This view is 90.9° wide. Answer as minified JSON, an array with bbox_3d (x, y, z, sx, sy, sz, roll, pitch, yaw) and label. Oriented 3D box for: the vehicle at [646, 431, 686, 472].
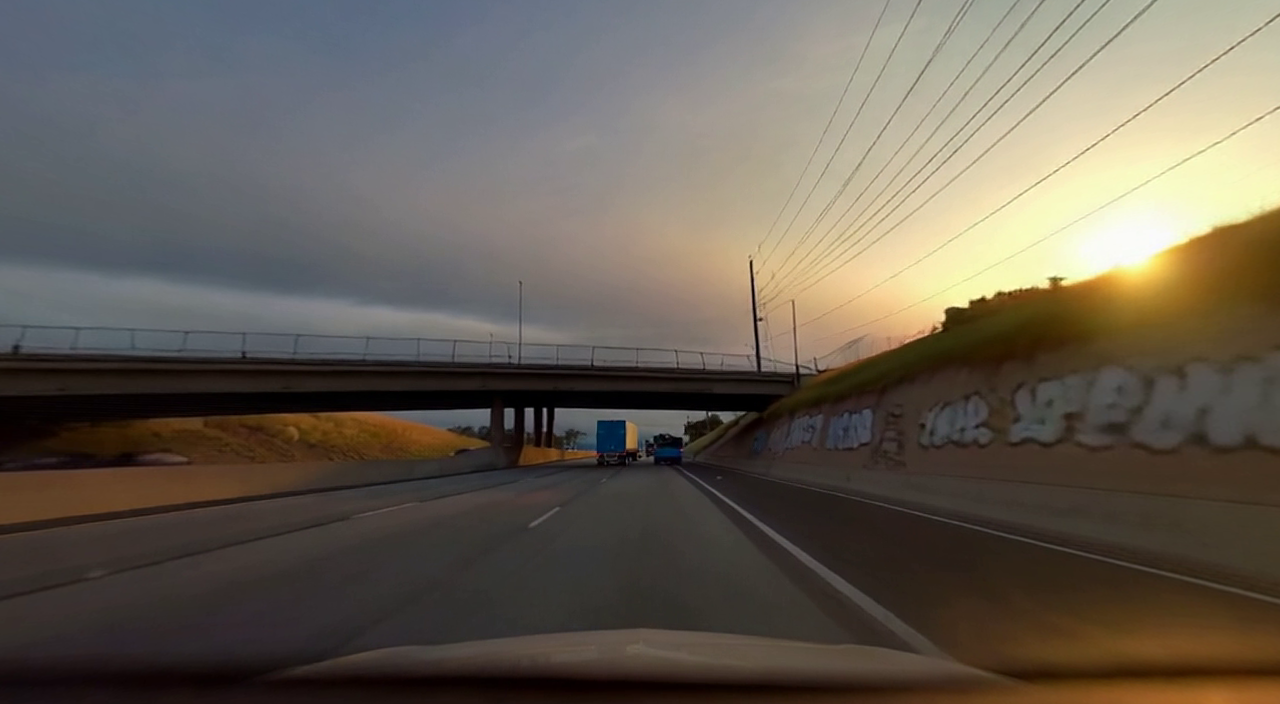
[{"bbox_3d":[1.731,6.907,43.950,2.462,2.627,5.799,0,-9,-1],"label":"vehicle"}]
